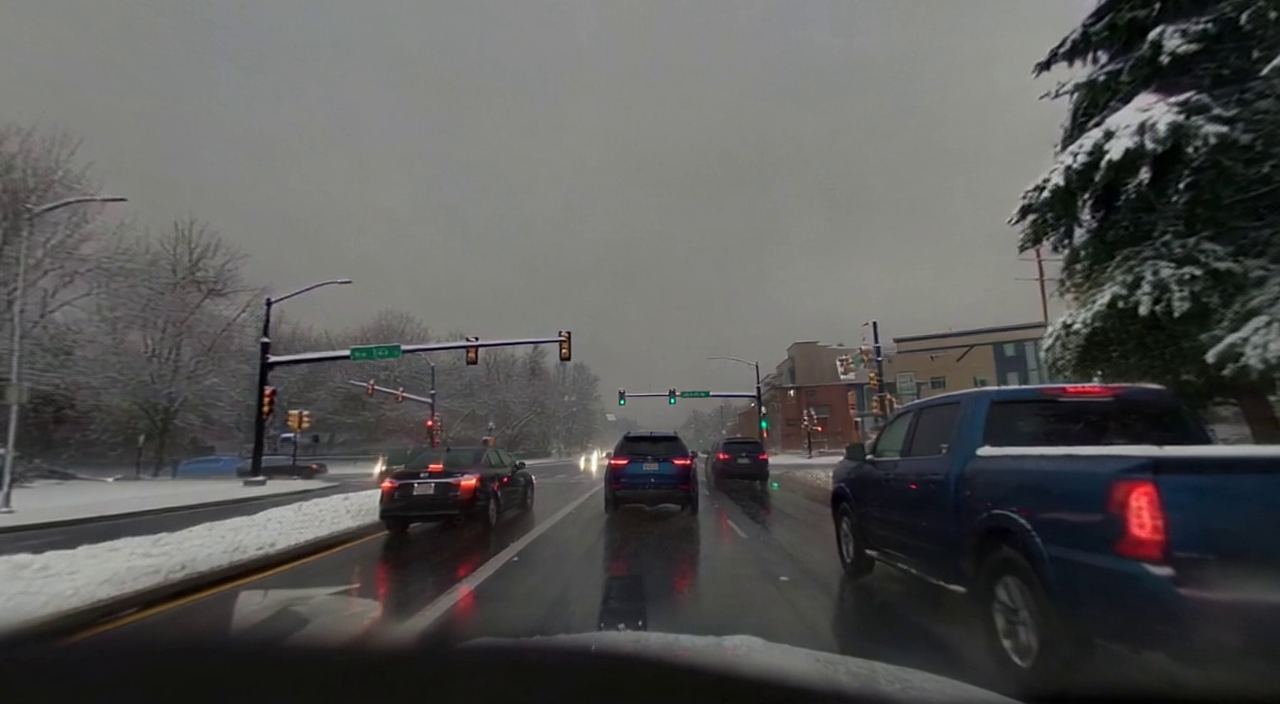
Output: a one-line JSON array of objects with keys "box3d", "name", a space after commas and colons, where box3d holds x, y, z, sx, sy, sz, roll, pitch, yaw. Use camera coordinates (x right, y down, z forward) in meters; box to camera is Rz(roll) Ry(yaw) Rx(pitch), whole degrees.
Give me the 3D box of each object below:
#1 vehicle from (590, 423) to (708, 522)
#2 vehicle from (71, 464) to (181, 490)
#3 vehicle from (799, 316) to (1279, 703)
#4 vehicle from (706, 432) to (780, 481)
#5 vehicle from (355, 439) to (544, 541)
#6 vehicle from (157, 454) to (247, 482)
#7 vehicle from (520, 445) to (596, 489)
[{"box3d": [0.201, 2.442, 13.301, 2.113, 1.768, 3.901, 0, -8, 1], "name": "vehicle"}, {"box3d": [-32.677, 7.941, 40.231, 5.100, 1.533, 2.032, 0, -8, -3], "name": "vehicle"}, {"box3d": [3.407, 1.176, 5.569, 2.571, 1.857, 5.841, 0, -8, 1], "name": "vehicle"}, {"box3d": [4.319, 4.486, 27.429, 2.408, 1.908, 5.355, 0, -8, 2], "name": "vehicle"}, {"box3d": [-3.162, 2.376, 11.678, 1.909, 1.476, 4.751, 0, -8, 1], "name": "vehicle"}, {"box3d": [-31.217, 8.328, 45.036, 4.606, 1.867, 2.226, 0, -12, 1], "name": "vehicle"}, {"box3d": [-2.898, 4.171, 23.369, 2.072, 1.450, 4.612, 0, -8, 2], "name": "vehicle"}]
